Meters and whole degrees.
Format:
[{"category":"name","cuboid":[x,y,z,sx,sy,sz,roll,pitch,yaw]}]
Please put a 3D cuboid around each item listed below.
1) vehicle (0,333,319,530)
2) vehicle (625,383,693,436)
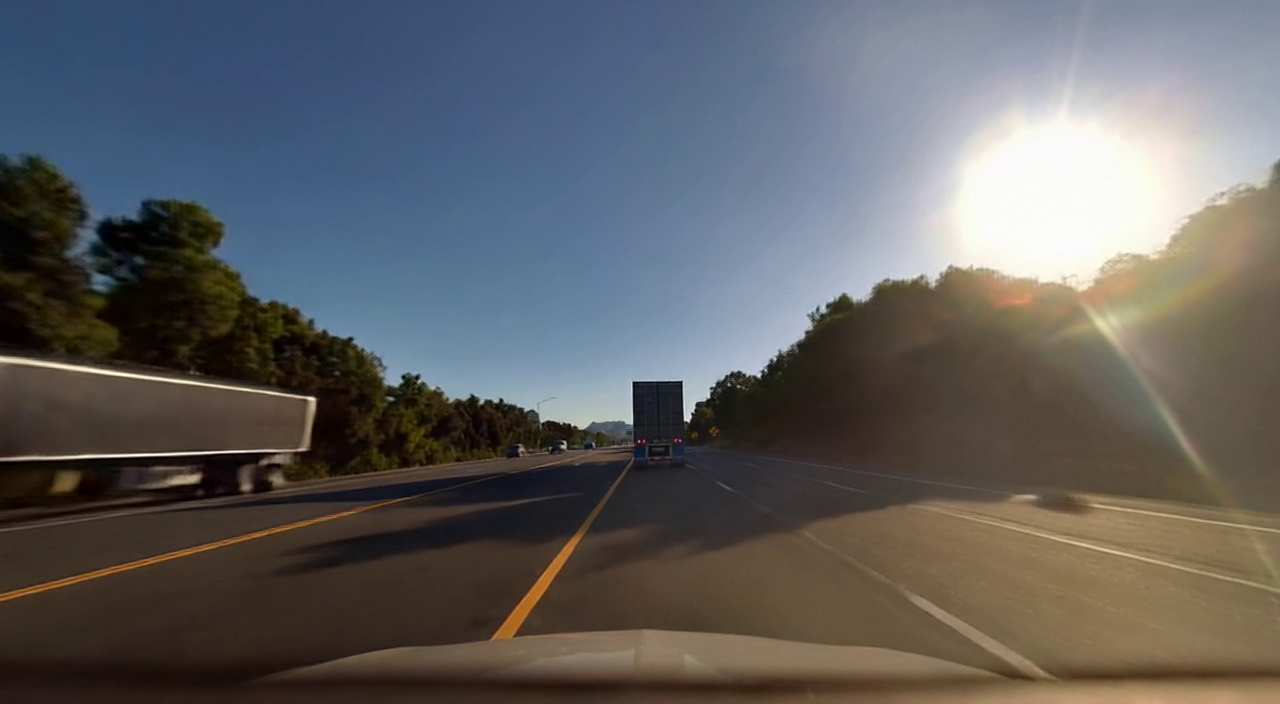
[{"category":"vehicle","cuboid":[-14.846,2.550,19.148,2.723,4.121,14.048,-1,-8,0]},{"category":"vehicle","cuboid":[0.637,2.435,25.474,2.509,1.890,4.732,0,-8,-2]}]
